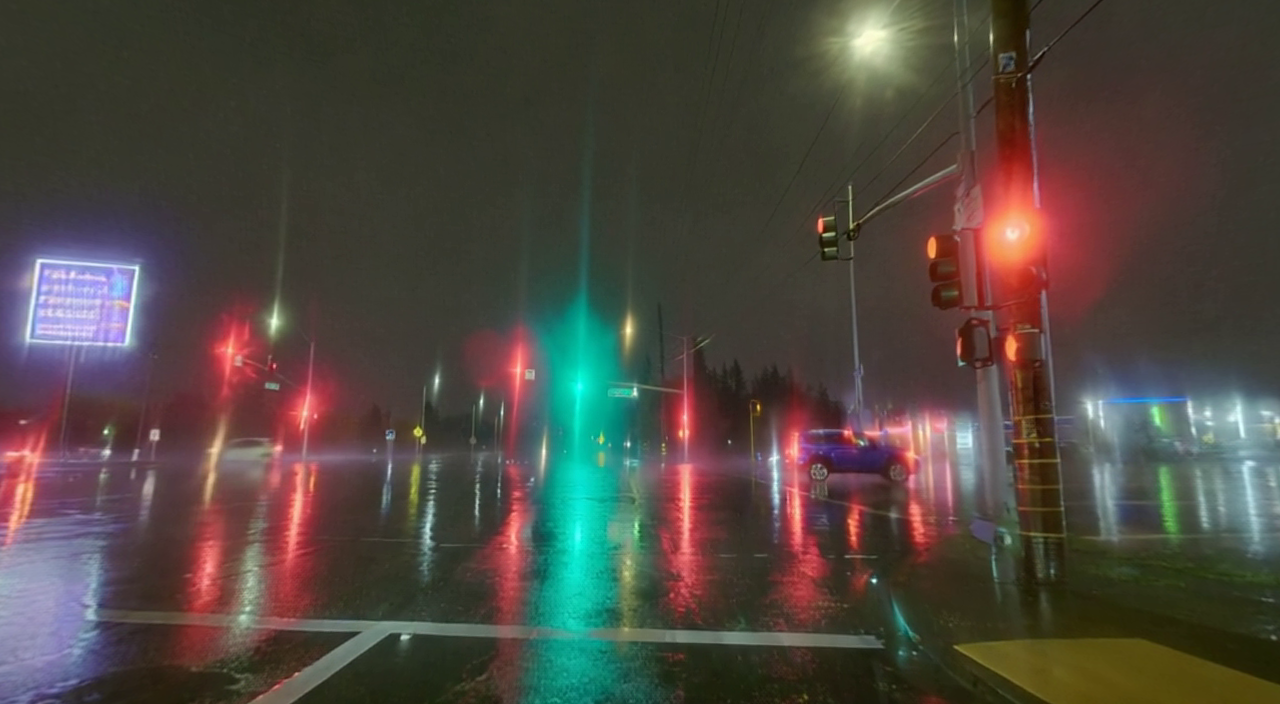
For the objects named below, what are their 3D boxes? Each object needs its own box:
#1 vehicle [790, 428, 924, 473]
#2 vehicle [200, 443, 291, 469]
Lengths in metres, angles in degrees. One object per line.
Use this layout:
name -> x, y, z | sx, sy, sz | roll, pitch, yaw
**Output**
vehicle -> 8.694, 4.018, 25.732 | 4.884, 1.714, 2.021 | -2, -9, 12
vehicle -> -24.618, 6.466, 39.342 | 4.529, 1.566, 1.842 | -1, -9, 8
